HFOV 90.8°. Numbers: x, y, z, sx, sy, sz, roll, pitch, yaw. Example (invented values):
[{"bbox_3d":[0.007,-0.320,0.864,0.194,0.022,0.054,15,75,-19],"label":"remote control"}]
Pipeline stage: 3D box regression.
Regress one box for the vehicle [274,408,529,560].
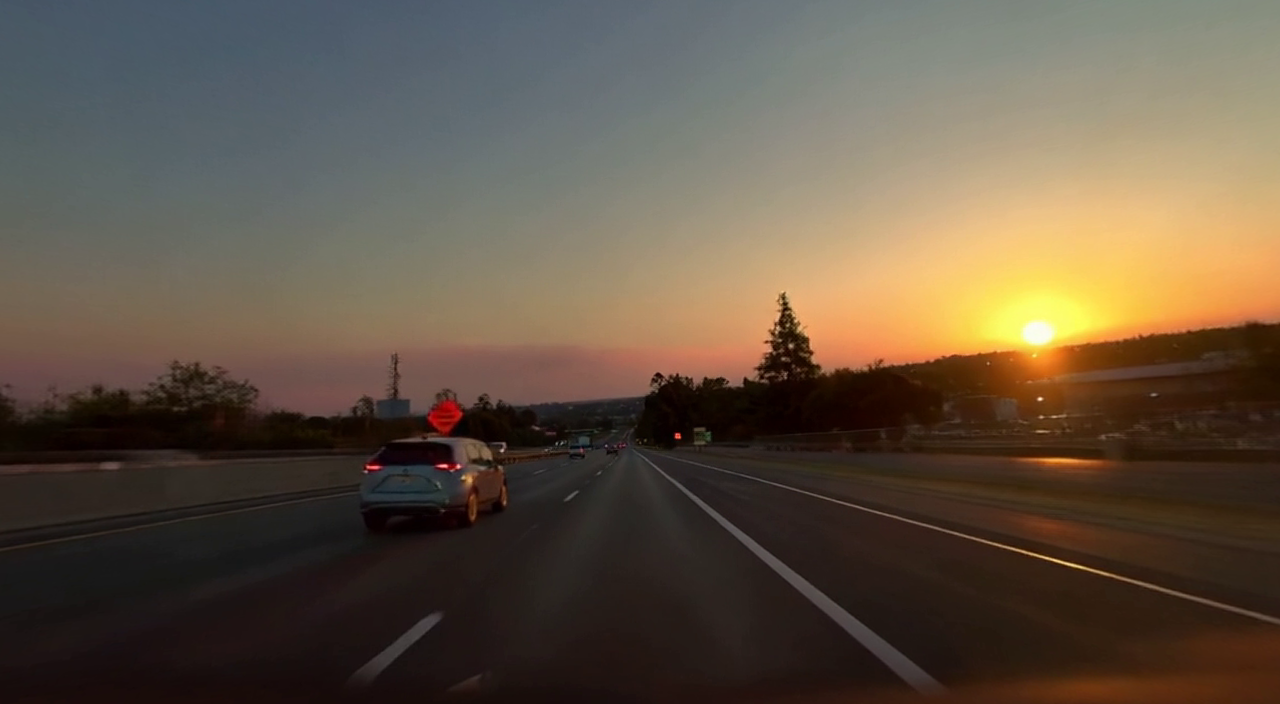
[{"bbox_3d":[-3.112,1.837,9.461,2.103,1.715,4.371,0,-9,0],"label":"vehicle"}]
